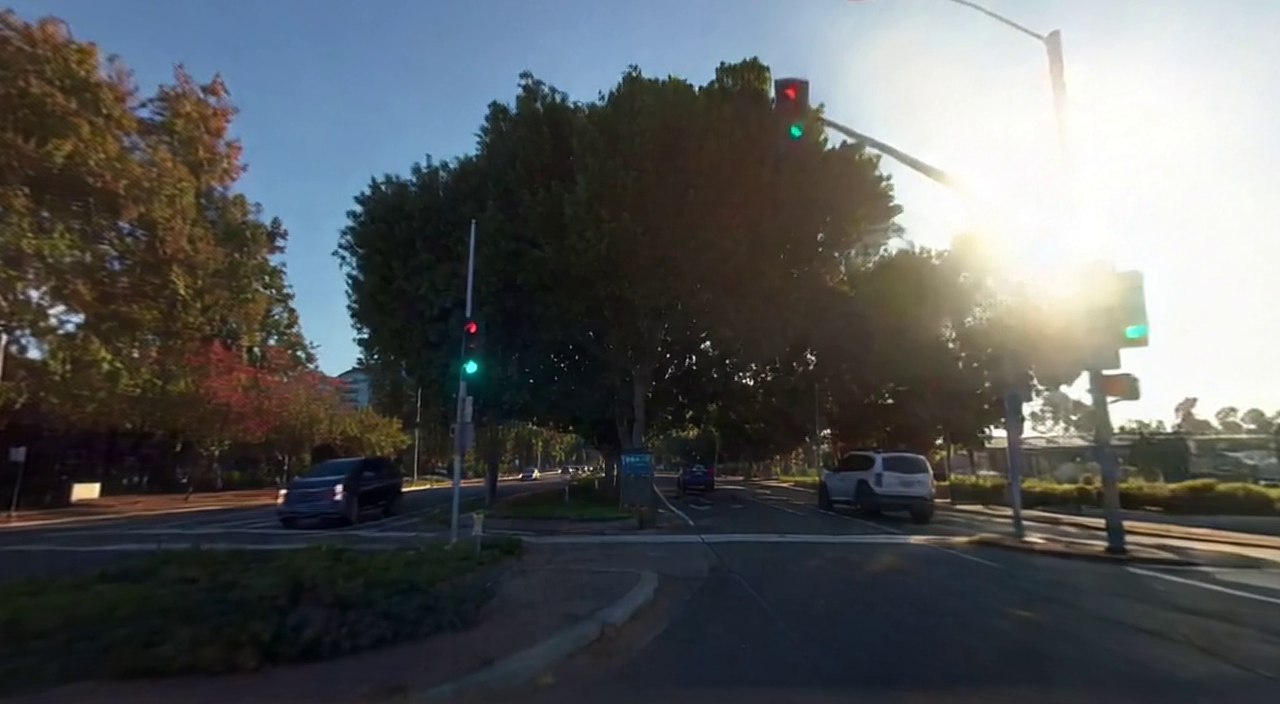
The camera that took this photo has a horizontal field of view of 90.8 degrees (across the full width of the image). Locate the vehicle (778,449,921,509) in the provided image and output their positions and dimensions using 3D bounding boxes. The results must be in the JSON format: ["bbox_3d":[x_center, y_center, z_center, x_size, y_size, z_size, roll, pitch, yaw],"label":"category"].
[{"bbox_3d":[8.820,5.405,27.708,2.771,2.214,7.159,1,-9,-10],"label":"vehicle"}]

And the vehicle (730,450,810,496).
[{"bbox_3d":[7.524,7.074,37.608,2.802,2.409,6.553,1,-9,-6],"label":"vehicle"}]

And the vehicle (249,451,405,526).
[{"bbox_3d":[-8.508,3.693,17.772,2.049,1.786,4.557,0,-9,0],"label":"vehicle"}]

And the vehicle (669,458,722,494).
[{"bbox_3d":[2.806,6.420,33.014,2.140,1.655,4.786,0,-9,-2],"label":"vehicle"}]
